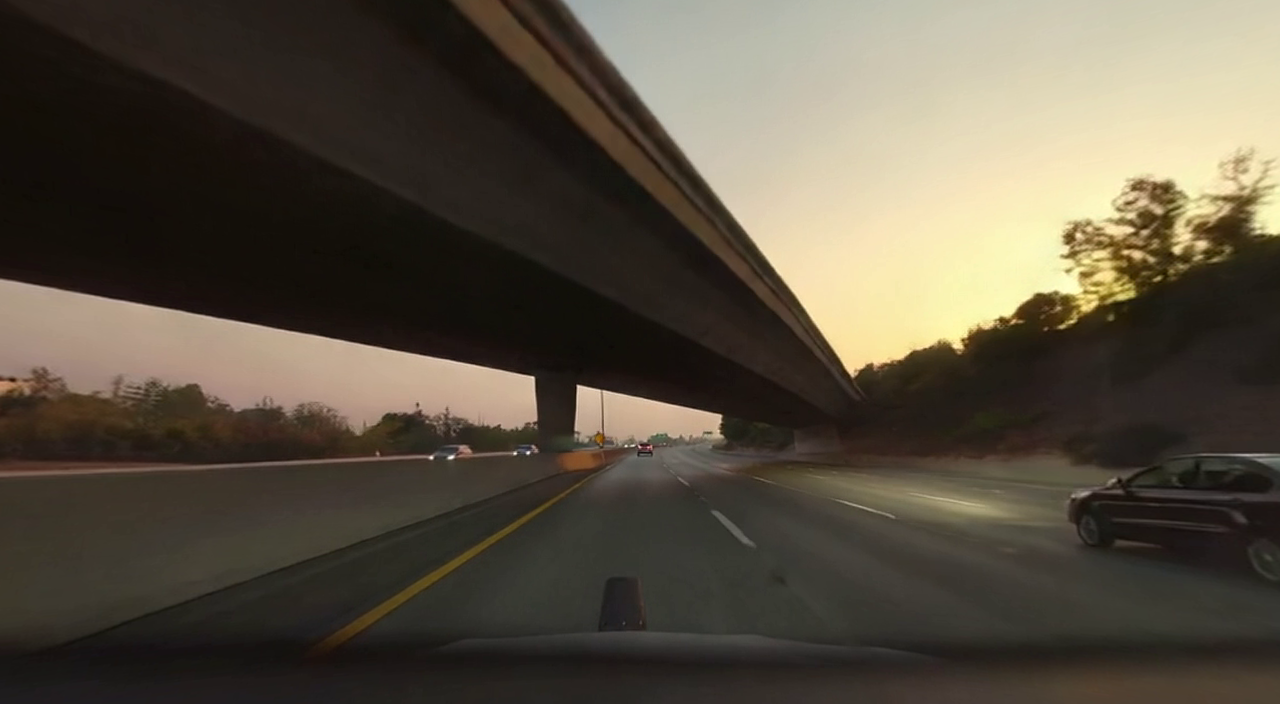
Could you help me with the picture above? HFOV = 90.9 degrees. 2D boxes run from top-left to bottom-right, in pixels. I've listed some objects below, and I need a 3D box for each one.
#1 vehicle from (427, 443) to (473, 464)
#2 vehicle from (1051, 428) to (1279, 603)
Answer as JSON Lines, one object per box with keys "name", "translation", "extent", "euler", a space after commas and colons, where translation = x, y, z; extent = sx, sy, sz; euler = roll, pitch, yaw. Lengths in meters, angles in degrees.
{"name": "vehicle", "translation": [-14.713, 7.908, 49.118], "extent": [2.080, 1.522, 4.585], "euler": [0, -8, 0]}
{"name": "vehicle", "translation": [6.675, 1.517, 6.105], "extent": [2.093, 1.525, 4.865], "euler": [0, -8, 0]}
